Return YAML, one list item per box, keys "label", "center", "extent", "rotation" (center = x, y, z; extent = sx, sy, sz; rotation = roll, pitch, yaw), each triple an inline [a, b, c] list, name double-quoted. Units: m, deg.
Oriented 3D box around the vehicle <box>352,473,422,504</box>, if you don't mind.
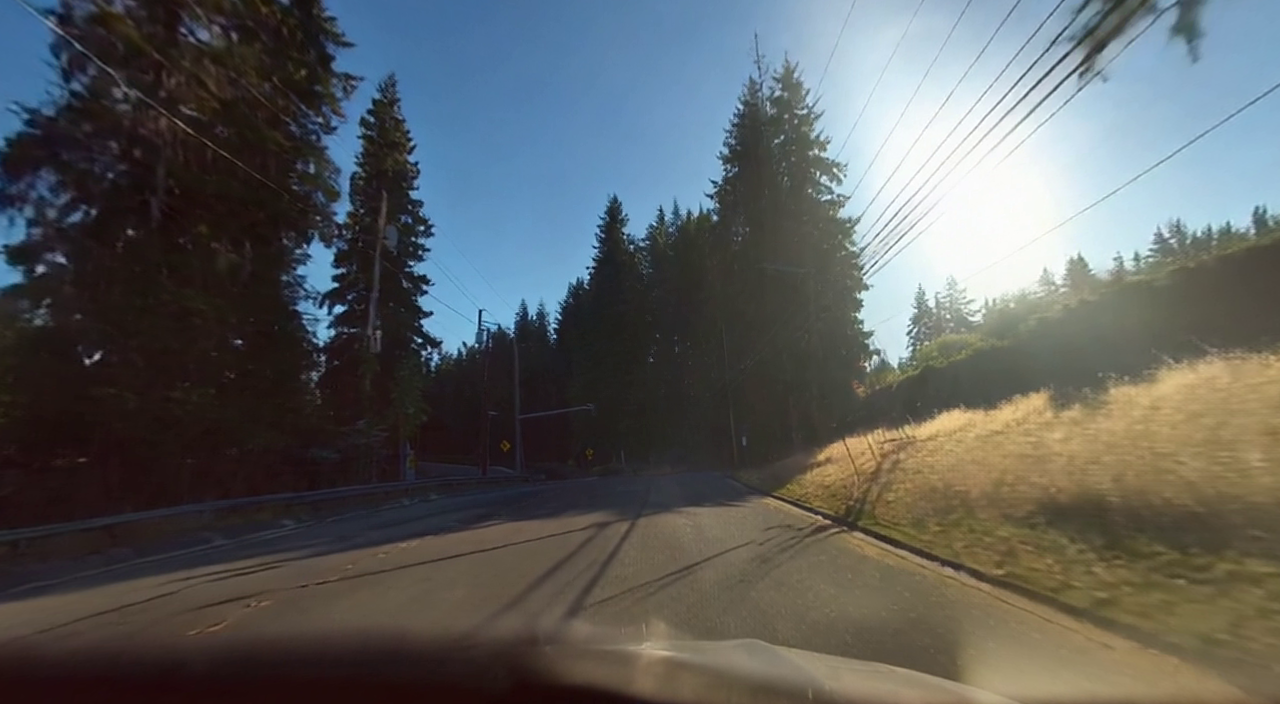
- label: "vehicle"
  center: [-15.883, 8.494, 39.508]
  extent: [4.043, 1.673, 1.970]
  rotation: [-5, -10, 31]
